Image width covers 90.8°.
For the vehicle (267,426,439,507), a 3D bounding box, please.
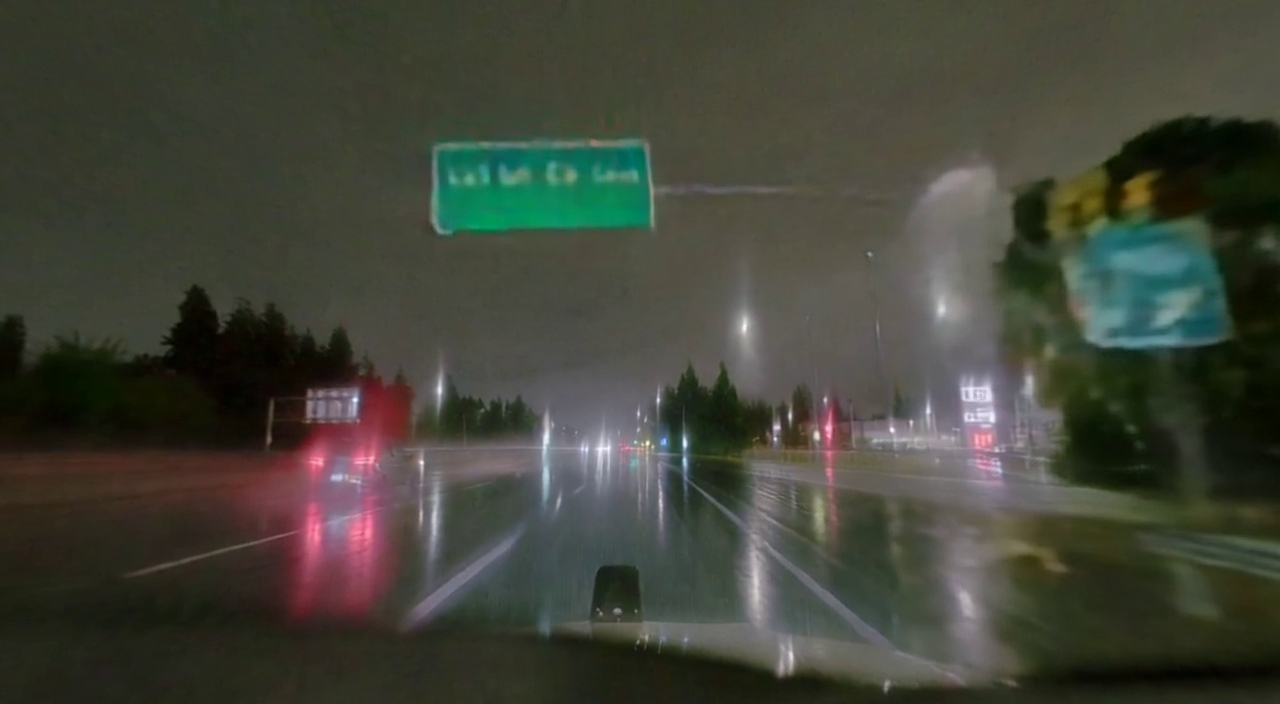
[{"bbox_3d":[-7.308,2.960,16.823,2.231,1.807,4.758,0,-8,1],"label":"vehicle"}]
